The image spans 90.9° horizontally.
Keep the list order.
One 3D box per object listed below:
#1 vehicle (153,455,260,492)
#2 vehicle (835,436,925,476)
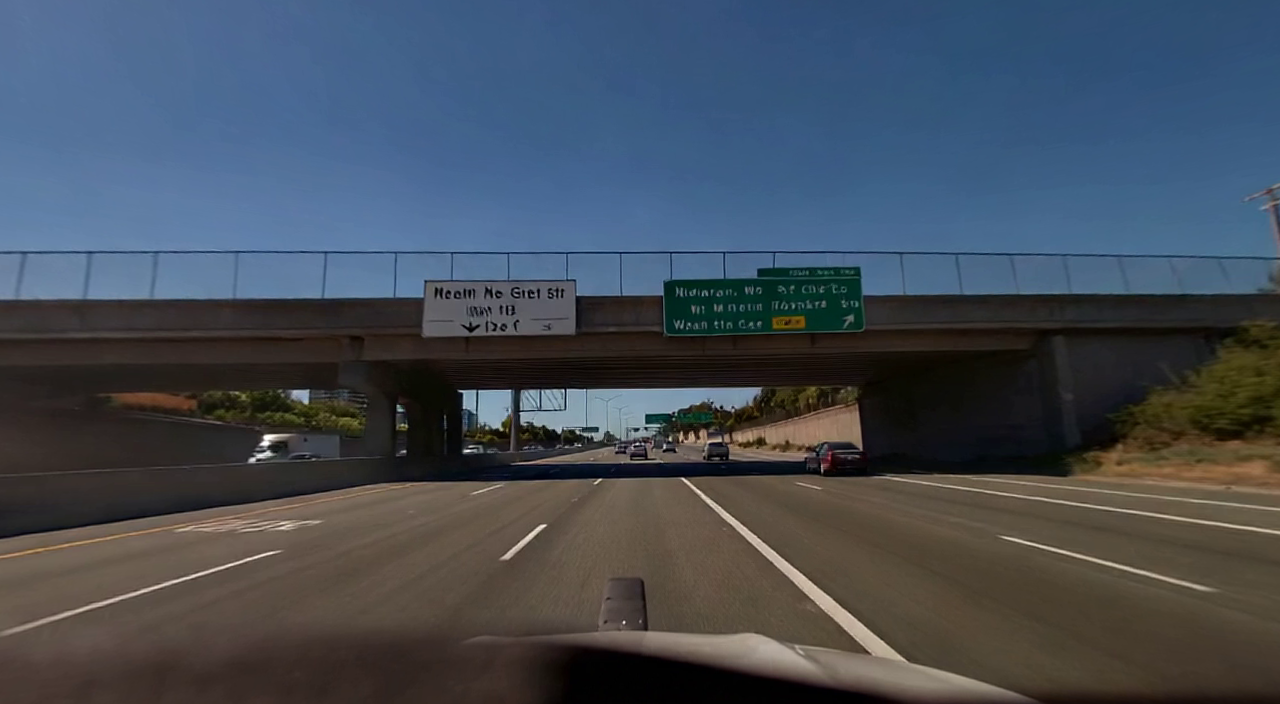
[{"bbox_3d":[-20.149,5.638,29.606,1.859,1.483,4.391,-1,-8,1],"label":"vehicle"},{"bbox_3d":[10.085,4.407,26.943,2.000,1.514,4.585,0,-8,-1],"label":"vehicle"}]
